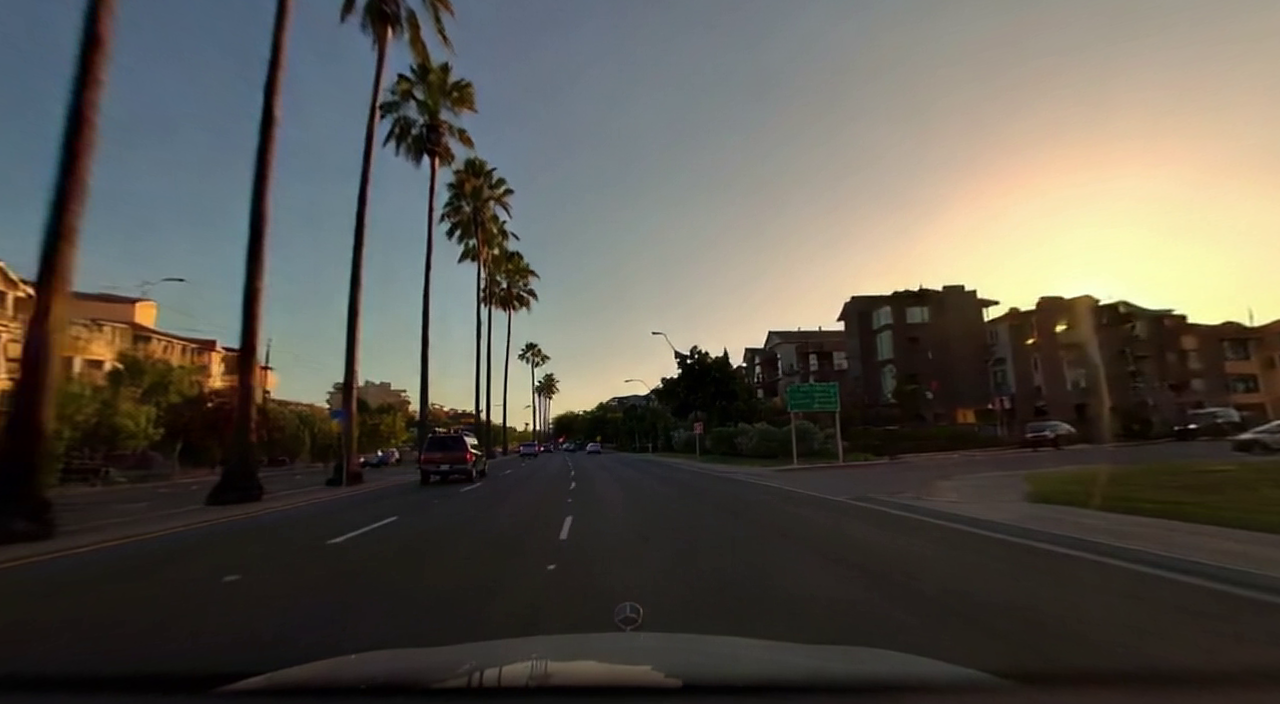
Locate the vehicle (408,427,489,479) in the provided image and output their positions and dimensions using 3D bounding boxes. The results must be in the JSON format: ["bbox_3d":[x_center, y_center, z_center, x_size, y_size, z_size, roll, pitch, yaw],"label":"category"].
[{"bbox_3d":[-8.718,4.673,29.245,2.507,2.161,6.049,1,-9,-7],"label":"vehicle"}]

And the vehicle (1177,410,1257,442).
[{"bbox_3d":[35.550,4.623,38.584,6.133,1.800,2.631,7,-11,-39],"label":"vehicle"}]

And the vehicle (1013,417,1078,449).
[{"bbox_3d":[24.341,4.908,37.597,4.646,1.768,1.990,8,-12,-41],"label":"vehicle"}]
